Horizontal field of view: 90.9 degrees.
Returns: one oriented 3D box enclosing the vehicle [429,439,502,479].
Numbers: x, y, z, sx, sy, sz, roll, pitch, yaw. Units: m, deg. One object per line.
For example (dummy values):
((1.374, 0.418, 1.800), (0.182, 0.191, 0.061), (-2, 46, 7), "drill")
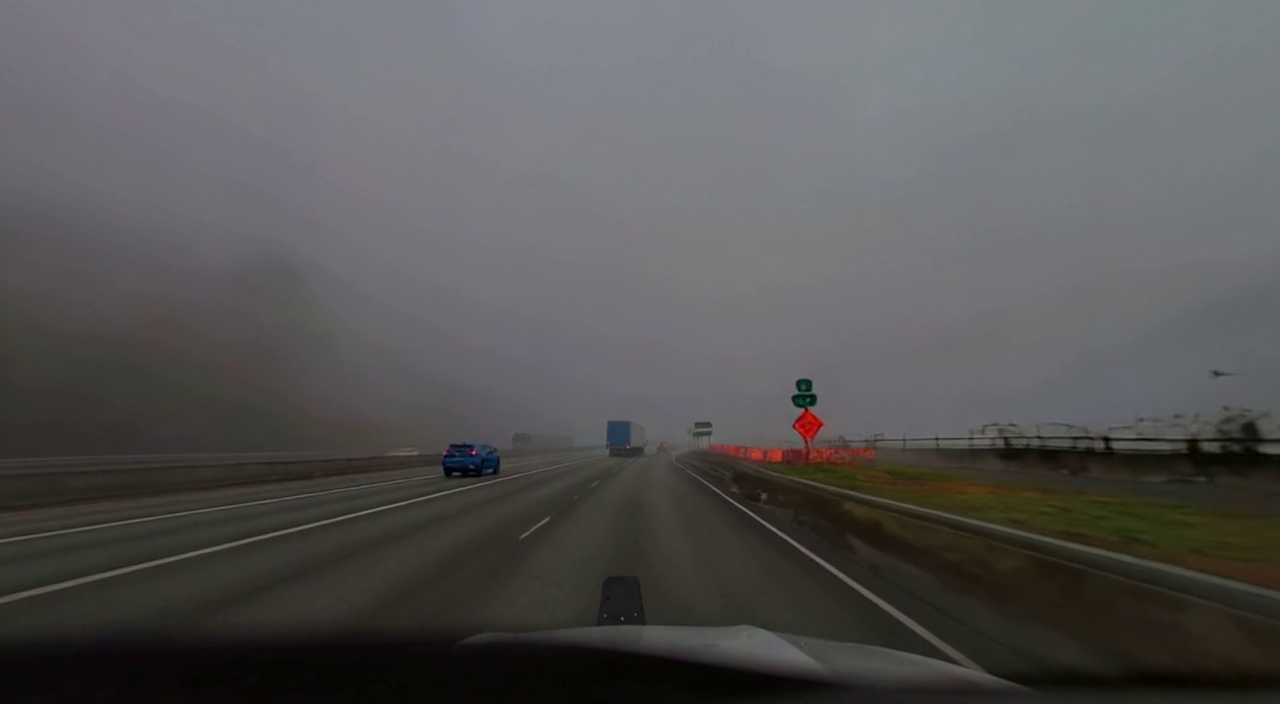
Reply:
((-7.421, 4.605, 27.243), (1.893, 1.566, 4.051), (0, -9, 1), "vehicle")
